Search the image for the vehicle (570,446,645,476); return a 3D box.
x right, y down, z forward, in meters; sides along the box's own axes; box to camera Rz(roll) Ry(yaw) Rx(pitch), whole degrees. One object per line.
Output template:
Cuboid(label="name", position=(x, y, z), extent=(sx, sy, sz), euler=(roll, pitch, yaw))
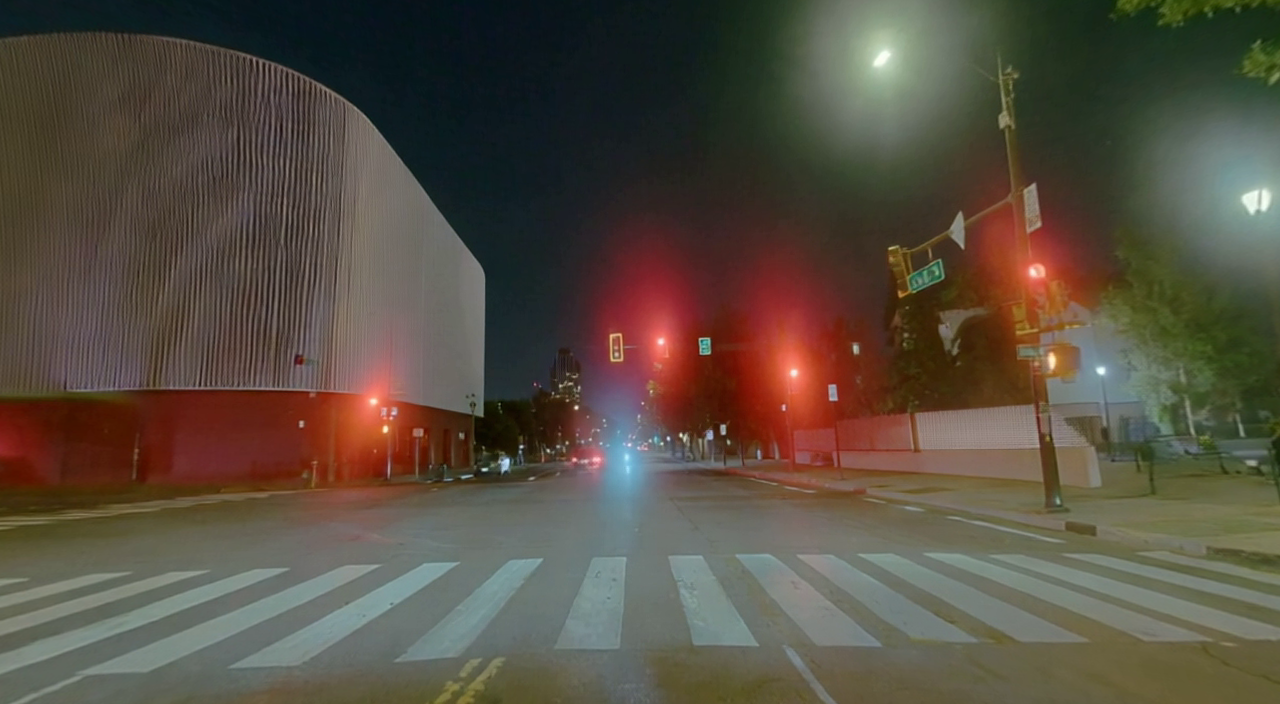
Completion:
Cuboid(label="vehicle", position=(-1.642, 5.855, 34.269), extent=(2.088, 1.452, 4.833), euler=(-4, -9, 24))
